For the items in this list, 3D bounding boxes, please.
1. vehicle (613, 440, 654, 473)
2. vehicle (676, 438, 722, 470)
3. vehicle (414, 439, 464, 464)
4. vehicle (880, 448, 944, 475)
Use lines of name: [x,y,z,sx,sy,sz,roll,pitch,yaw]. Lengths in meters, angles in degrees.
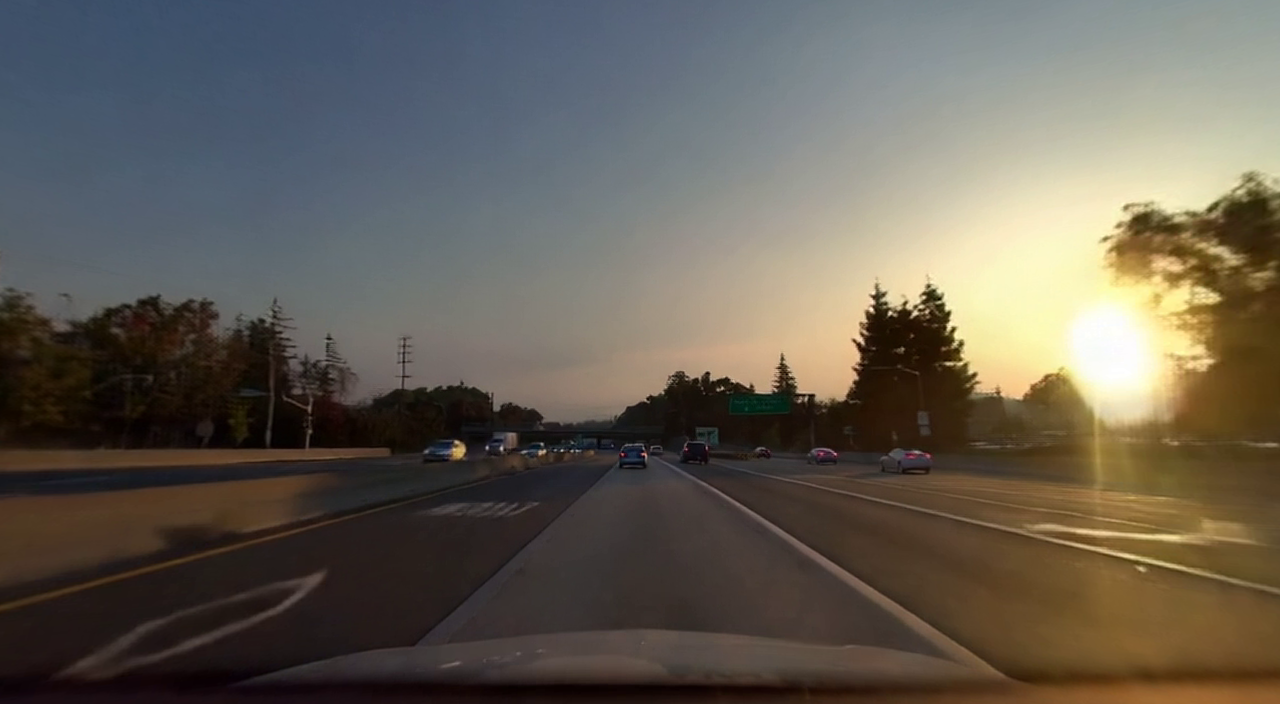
vehicle: [-0.350,5.726,34.812,2.105,1.711,4.293,0,-8,0]
vehicle: [3.880,6.856,42.630,2.505,2.020,5.532,0,-8,-1]
vehicle: [-14.599,7.270,46.112,2.122,1.708,4.690,0,-8,0]
vehicle: [15.626,6.278,36.470,1.872,1.459,4.502,0,-8,2]
